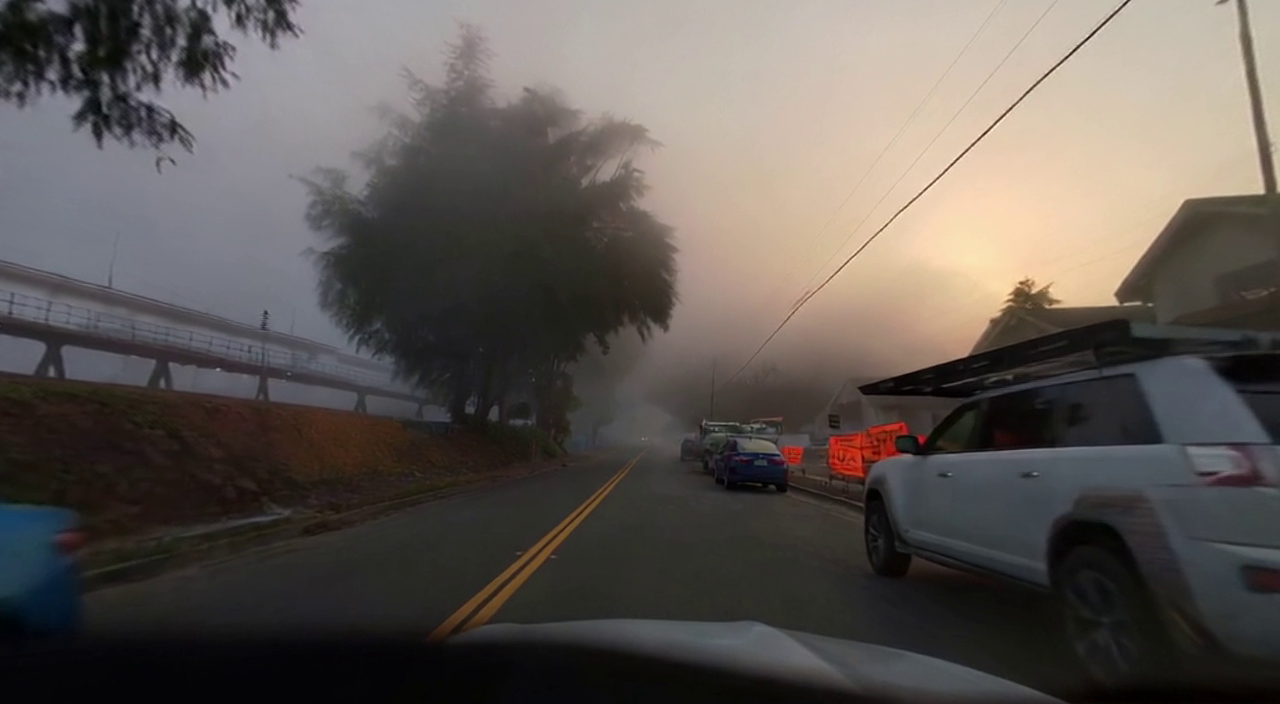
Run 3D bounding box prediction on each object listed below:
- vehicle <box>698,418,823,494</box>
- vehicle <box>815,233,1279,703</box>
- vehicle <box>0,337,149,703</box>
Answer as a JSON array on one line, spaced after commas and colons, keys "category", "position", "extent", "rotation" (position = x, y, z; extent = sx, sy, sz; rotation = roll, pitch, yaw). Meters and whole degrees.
[{"category": "vehicle", "position": [3.553, 3.304, 20.360], "extent": [2.617, 2.020, 6.531], "rotation": [0, -9, -1]}, {"category": "vehicle", "position": [3.605, 1.058, 5.135], "extent": [2.759, 2.114, 6.152], "rotation": [-1, -9, 2]}, {"category": "vehicle", "position": [-3.540, 0.586, 0.905], "extent": [2.078, 1.716, 4.367], "rotation": [0, -8, 1]}]
